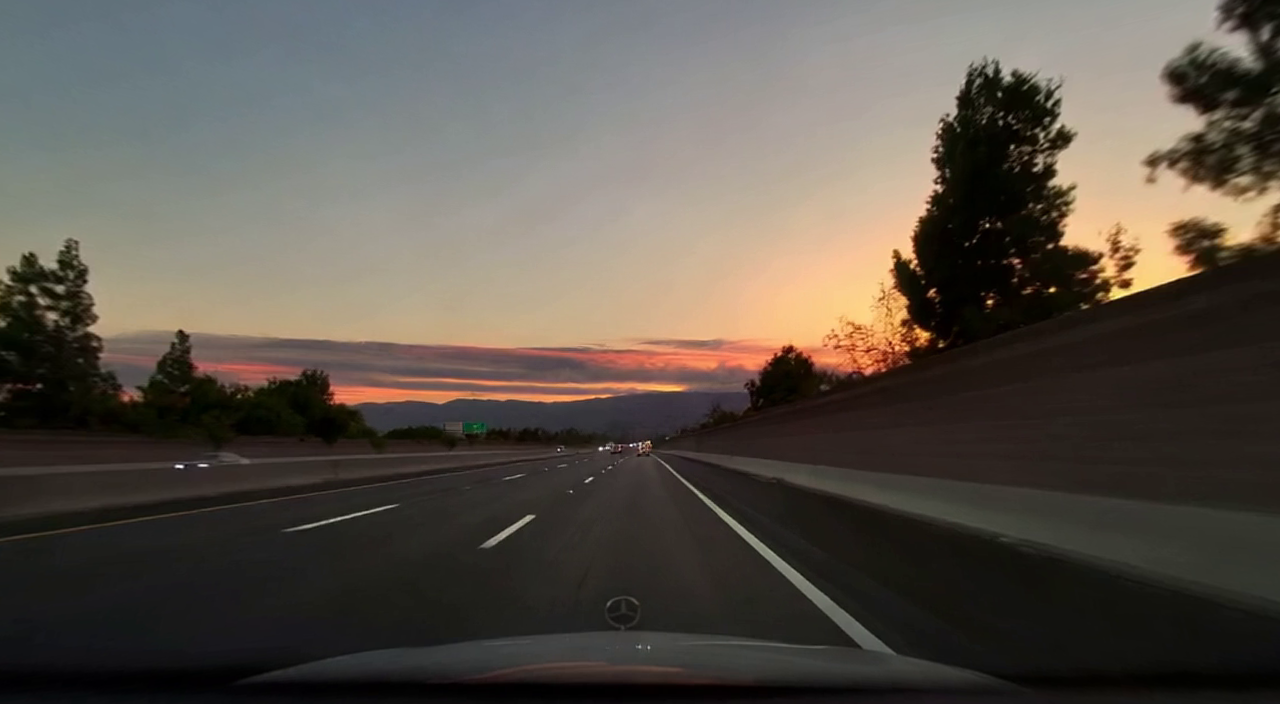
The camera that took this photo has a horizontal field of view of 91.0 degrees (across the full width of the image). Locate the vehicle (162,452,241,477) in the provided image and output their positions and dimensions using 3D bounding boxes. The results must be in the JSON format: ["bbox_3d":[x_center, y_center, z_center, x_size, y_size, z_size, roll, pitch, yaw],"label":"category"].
[{"bbox_3d":[-29.214,7.487,42.132,1.857,1.526,4.556,0,-9,2],"label":"vehicle"}]
